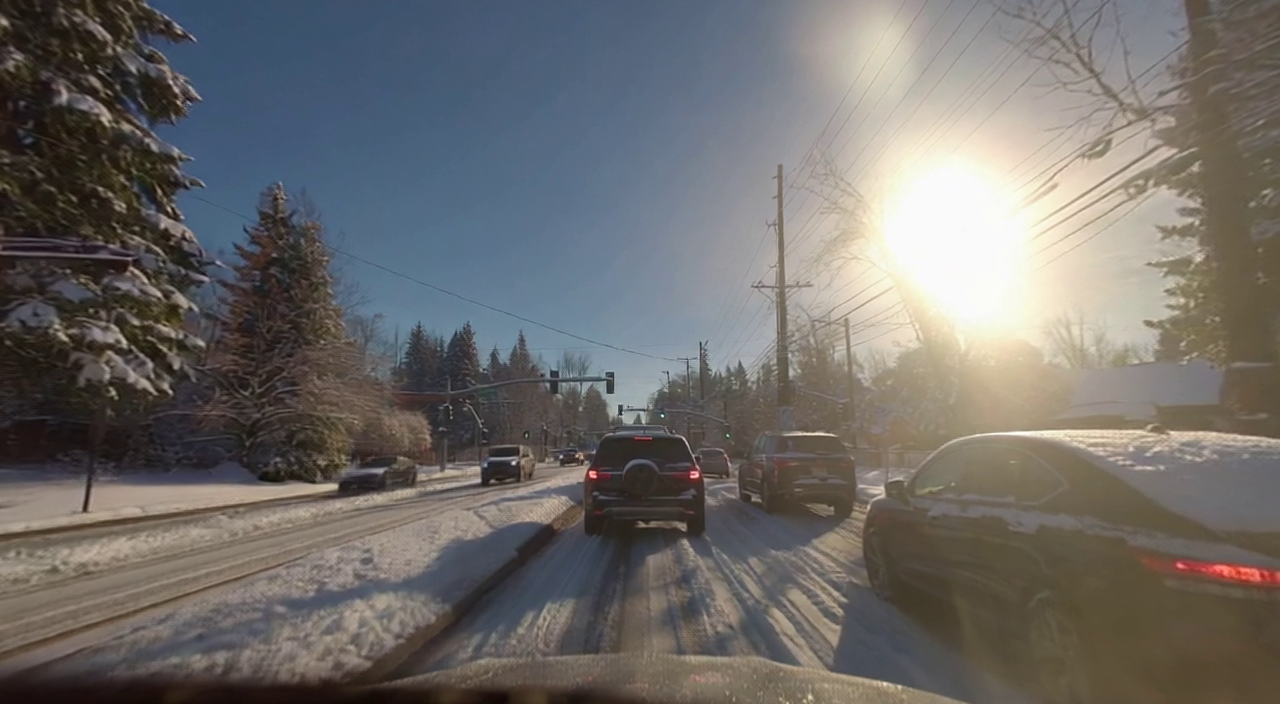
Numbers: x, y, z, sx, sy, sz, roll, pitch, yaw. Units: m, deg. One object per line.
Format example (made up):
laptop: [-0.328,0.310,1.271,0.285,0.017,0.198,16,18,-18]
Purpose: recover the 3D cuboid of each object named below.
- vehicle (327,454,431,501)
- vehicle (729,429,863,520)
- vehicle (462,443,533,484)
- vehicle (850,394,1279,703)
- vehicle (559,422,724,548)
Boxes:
vehicle: [-9.319,4.494,22.930,1.854,1.459,4.288,-1,-8,1]
vehicle: [3.238,2.613,13.998,1.914,1.698,4.049,0,-8,0]
vehicle: [-6.436,5.084,29.026,2.218,1.722,4.397,0,-8,1]
vehicle: [2.865,1.117,3.505,1.950,1.487,4.275,0,-8,1]
vehicle: [0.036,2.089,10.556,2.200,1.653,4.127,0,-8,1]
